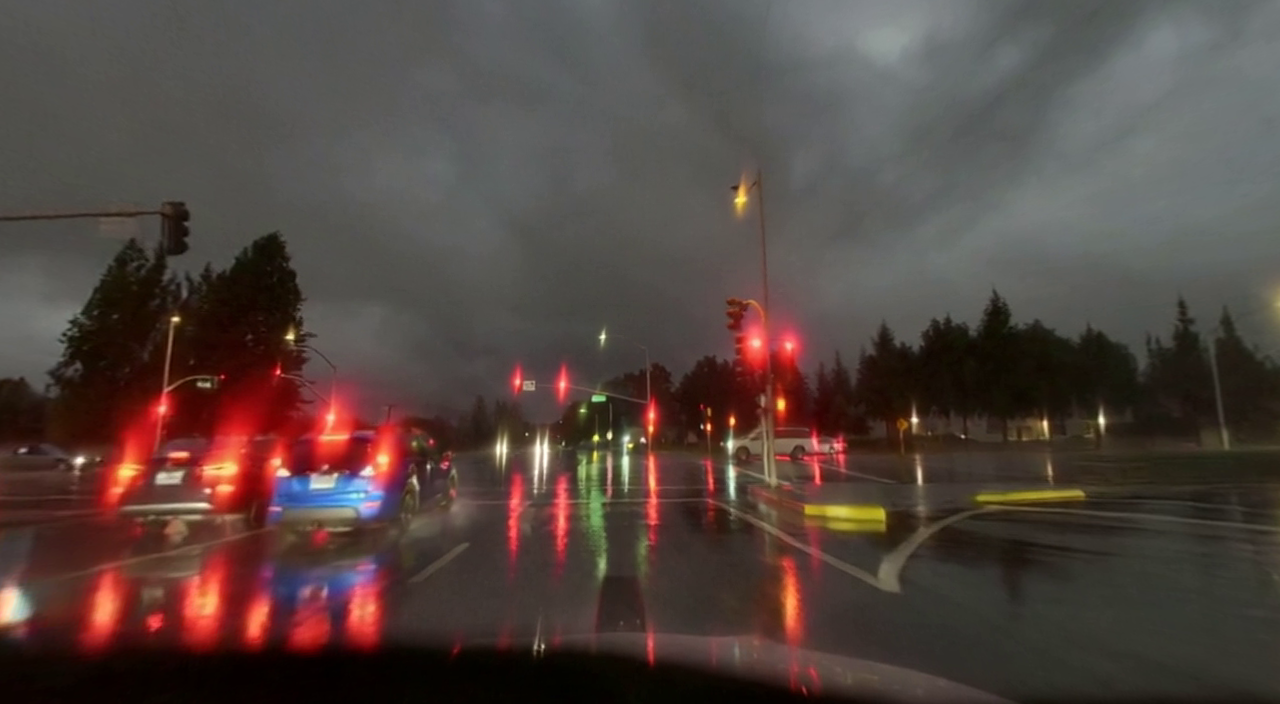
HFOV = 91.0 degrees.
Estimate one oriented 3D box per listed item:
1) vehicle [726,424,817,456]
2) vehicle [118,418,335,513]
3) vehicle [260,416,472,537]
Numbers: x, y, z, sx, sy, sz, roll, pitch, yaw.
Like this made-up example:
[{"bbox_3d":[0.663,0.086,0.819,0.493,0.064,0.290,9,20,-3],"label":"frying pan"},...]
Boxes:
[{"bbox_3d":[7.421,5.008,35.876,4.884,1.714,2.021,-1,-9,11],"label":"vehicle"},{"bbox_3d":[-7.856,2.190,12.501,1.761,1.574,3.871,1,-9,-2],"label":"vehicle"},{"bbox_3d":[-4.148,1.945,10.348,1.815,1.569,3.940,1,-9,-2],"label":"vehicle"}]
